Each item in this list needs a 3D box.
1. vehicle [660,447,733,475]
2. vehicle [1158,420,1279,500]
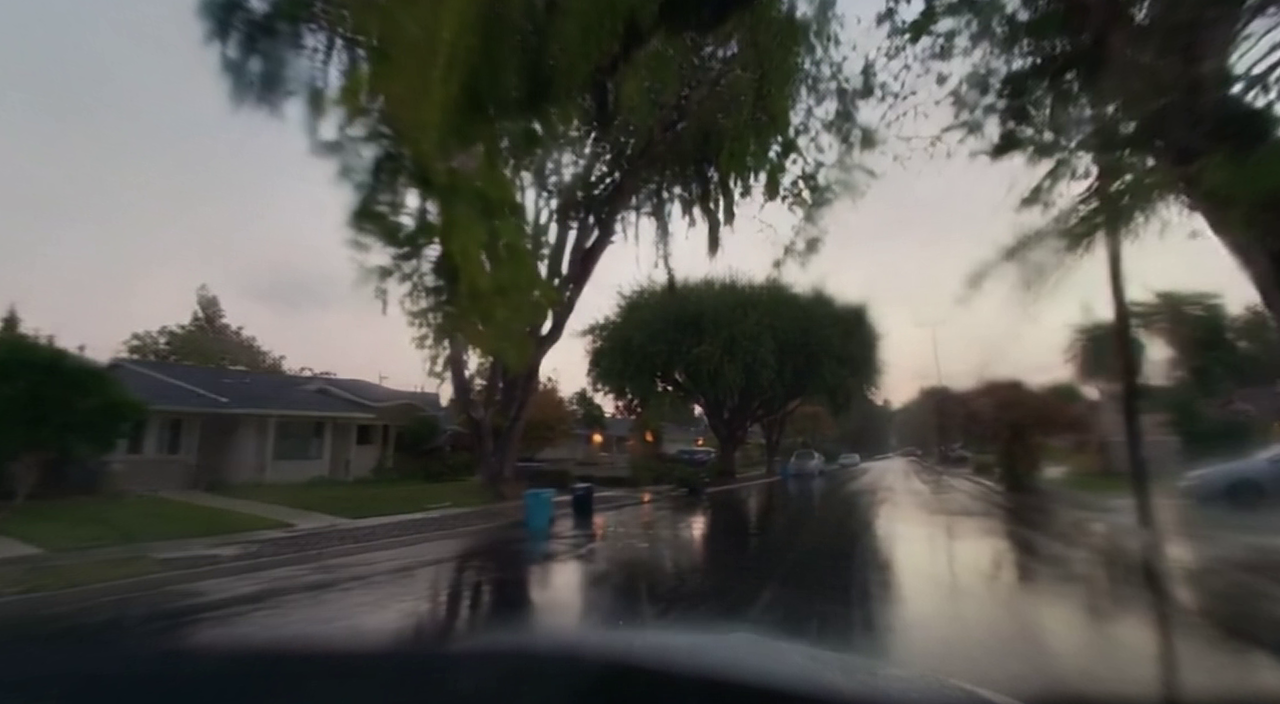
[{"bbox_3d":[4.193,8.083,47.187,5.033,1.997,2.126,-3,-9,20],"label":"vehicle"},{"bbox_3d":[16.840,2.656,15.595,5.693,1.886,2.235,-4,-9,23],"label":"vehicle"}]
